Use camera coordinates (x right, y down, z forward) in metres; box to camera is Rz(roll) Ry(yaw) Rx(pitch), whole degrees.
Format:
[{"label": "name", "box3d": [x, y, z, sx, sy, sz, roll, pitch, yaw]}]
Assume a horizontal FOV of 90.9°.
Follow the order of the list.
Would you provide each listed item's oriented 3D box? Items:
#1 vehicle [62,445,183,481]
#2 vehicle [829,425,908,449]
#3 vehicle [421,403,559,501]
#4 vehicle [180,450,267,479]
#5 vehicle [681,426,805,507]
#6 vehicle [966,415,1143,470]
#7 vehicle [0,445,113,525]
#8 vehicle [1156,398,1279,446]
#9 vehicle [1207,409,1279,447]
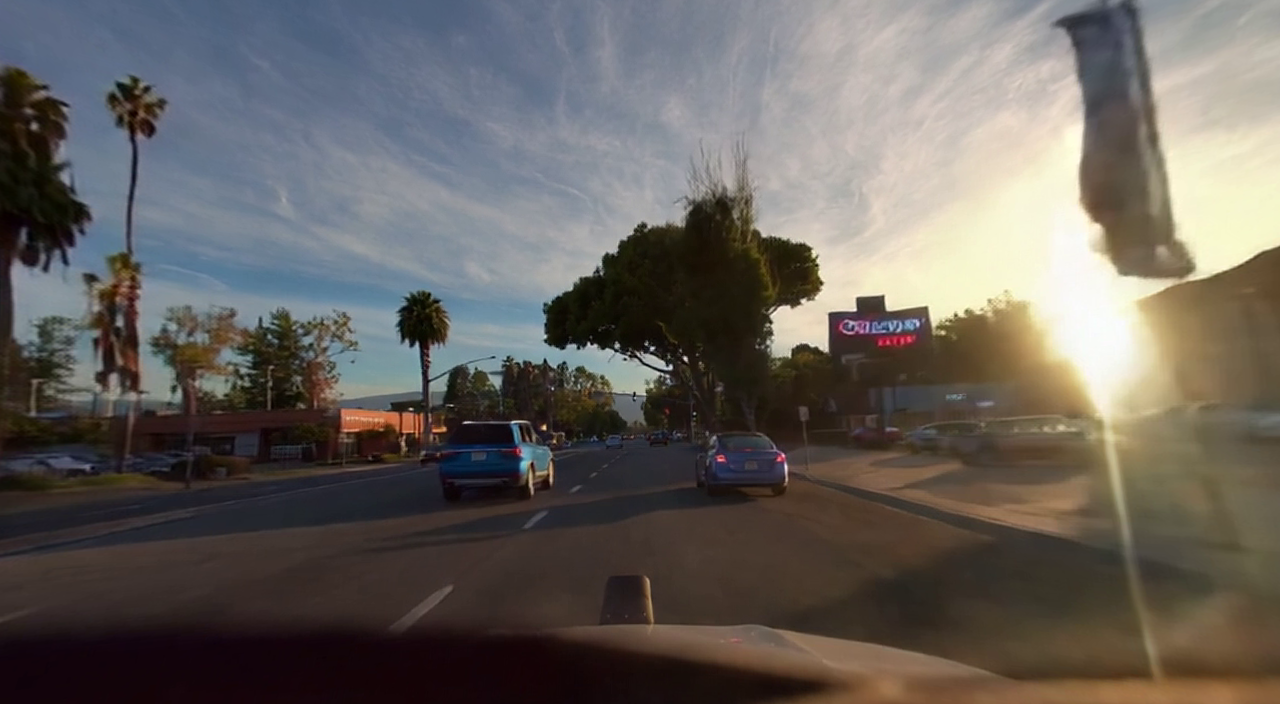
[{"label": "vehicle", "box3d": [-26.910, 5.739, 32.910, 4.667, 1.680, 2.082, 7, -11, -40]}, {"label": "vehicle", "box3d": [15.003, 5.657, 41.657, 4.680, 1.506, 2.017, -3, -9, 14]}, {"label": "vehicle", "box3d": [-3.378, 2.387, 15.282, 2.152, 1.987, 4.527, 0, -8, 1]}, {"label": "vehicle", "box3d": [-26.755, 7.210, 40.553, 4.343, 1.452, 2.097, 4, -11, -43]}, {"label": "vehicle", "box3d": [2.044, 2.443, 13.928, 1.919, 1.472, 4.470, 0, -8, -1]}, {"label": "vehicle", "box3d": [11.795, 2.608, 18.161, 1.874, 1.386, 3.745, 6, -10, -36]}, {"label": "vehicle", "box3d": [-14.245, 2.831, 13.485, 1.942, 1.645, 4.538, 0, -8, 0]}, {"label": "vehicle", "box3d": [26.662, 3.170, 28.301, 5.306, 2.010, 2.234, 1, -8, -8]}, {"label": "vehicle", "box3d": [25.744, 3.097, 25.494, 3.833, 1.455, 1.927, 1, -8, -6]}]
